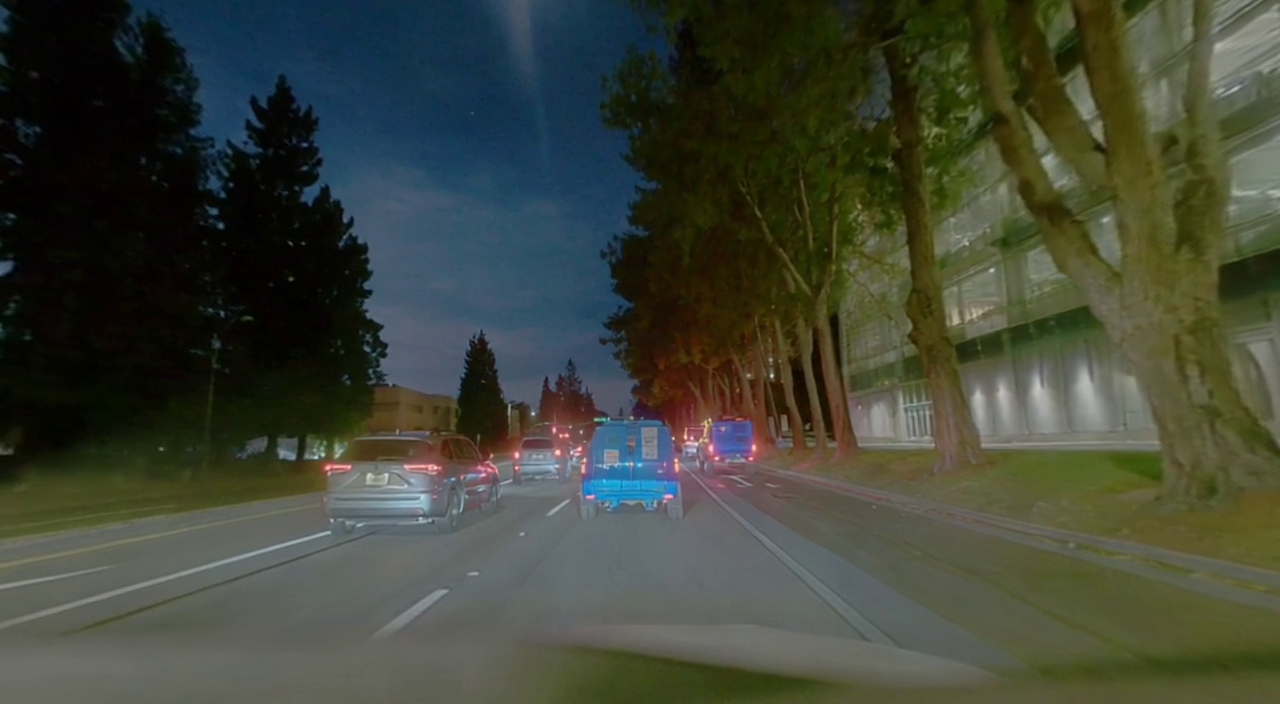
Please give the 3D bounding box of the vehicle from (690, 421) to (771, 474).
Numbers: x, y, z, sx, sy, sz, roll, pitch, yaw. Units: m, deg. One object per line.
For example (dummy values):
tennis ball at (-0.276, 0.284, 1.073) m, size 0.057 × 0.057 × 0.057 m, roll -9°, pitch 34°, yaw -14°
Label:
vehicle at (3.750, 4.175, 27.576) m, size 2.655 × 2.054 × 6.098 m, roll 0°, pitch -8°, yaw 0°

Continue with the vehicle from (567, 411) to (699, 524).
vehicle at (-0.088, 2.127, 12.019) m, size 2.075 × 1.770 × 4.018 m, roll 0°, pitch -8°, yaw 1°

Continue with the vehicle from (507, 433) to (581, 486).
vehicle at (-3.230, 3.700, 21.946) m, size 1.894 × 1.642 × 3.861 m, roll 0°, pitch -8°, yaw 1°

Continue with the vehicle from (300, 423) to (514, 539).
vehicle at (-3.747, 2.160, 11.224) m, size 1.959 × 1.614 × 4.676 m, roll 0°, pitch -8°, yaw 1°
